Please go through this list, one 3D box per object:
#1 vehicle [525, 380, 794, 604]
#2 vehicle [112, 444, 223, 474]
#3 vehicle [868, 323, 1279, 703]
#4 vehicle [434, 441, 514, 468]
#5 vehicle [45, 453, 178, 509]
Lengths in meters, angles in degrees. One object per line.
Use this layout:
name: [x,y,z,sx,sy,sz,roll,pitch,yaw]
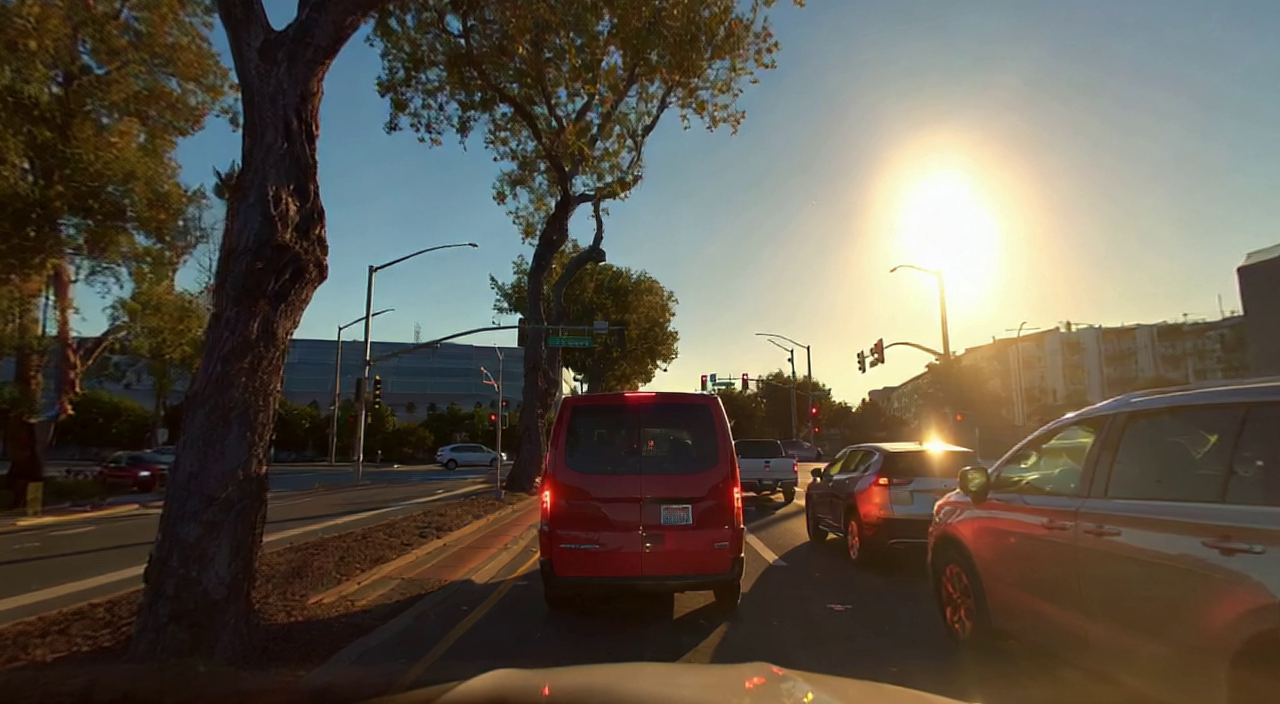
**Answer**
vehicle: [0.179,1.464,7.421,2.185,1.822,4.391,0,-8,1]
vehicle: [-26.171,5.917,35.005,4.498,1.547,1.886,1,-8,-5]
vehicle: [2.897,0.950,3.172,1.971,1.663,4.287,0,-8,2]
vehicle: [-9.973,6.144,37.790,4.479,1.522,2.003,2,-9,-17]
vehicle: [-18.009,4.306,21.442,4.654,1.488,2.023,-5,-5,31]
